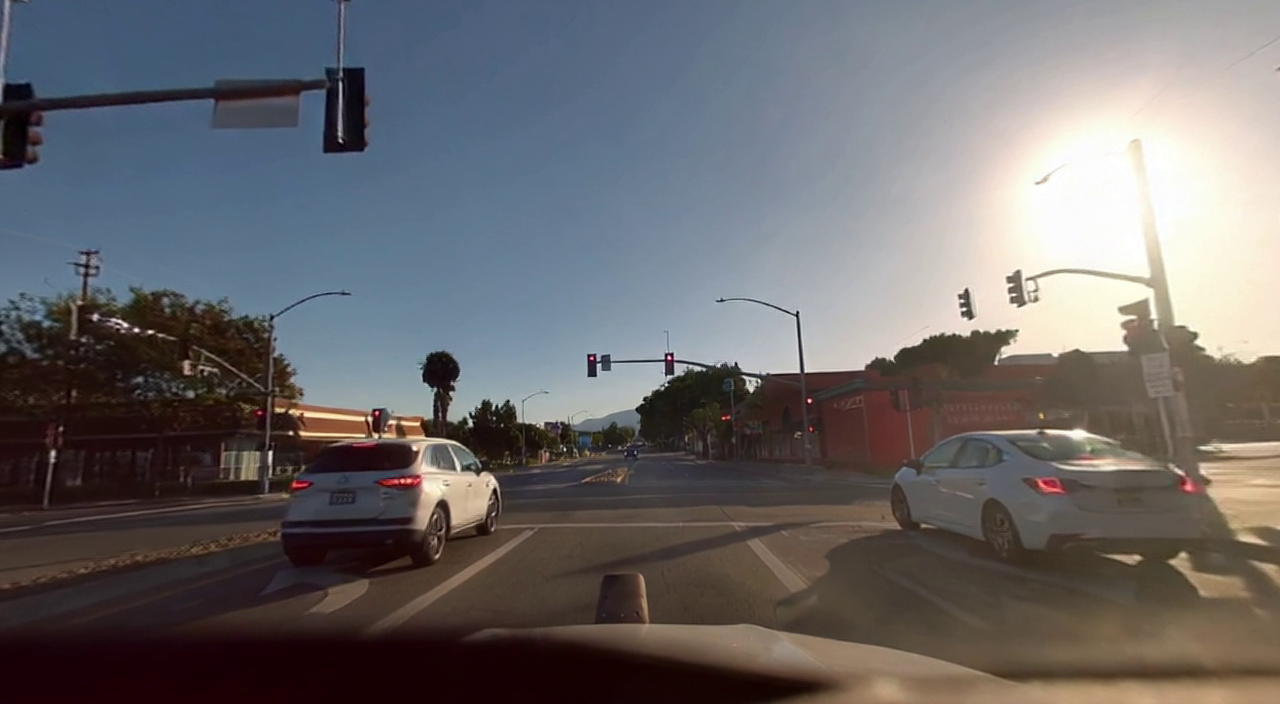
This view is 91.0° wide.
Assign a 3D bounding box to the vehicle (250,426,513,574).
[{"bbox_3d":[-3.324,1.975,9.208,1.947,1.627,4.248,0,-9,1],"label":"vehicle"}]

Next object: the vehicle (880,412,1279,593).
[{"bbox_3d":[5.005,1.734,8.140,2.039,1.655,4.495,0,-9,1],"label":"vehicle"}]
